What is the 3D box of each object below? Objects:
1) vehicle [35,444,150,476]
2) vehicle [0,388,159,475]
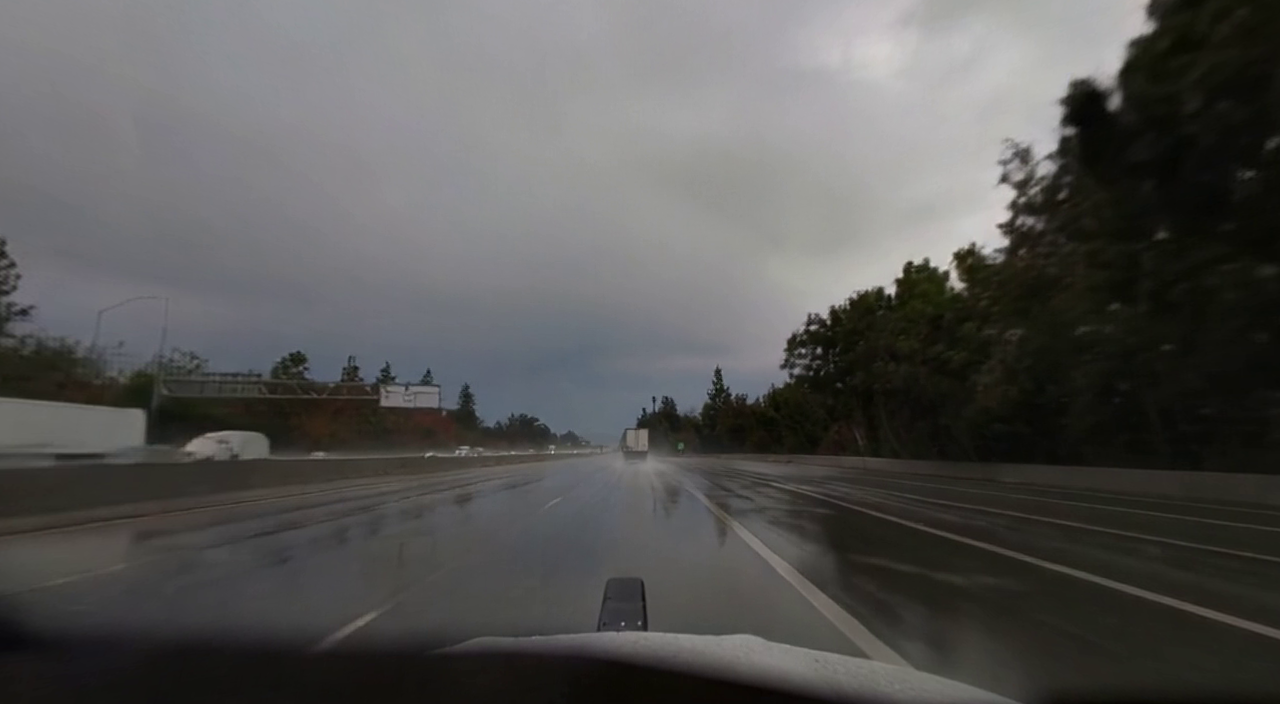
[{"bbox_3d":[-28.193,5.542,32.563,1.851,1.549,4.520,0,-8,0],"label":"vehicle"},{"bbox_3d":[-32.537,4.122,32.137,2.884,4.194,16.639,0,-8,-1],"label":"vehicle"}]
